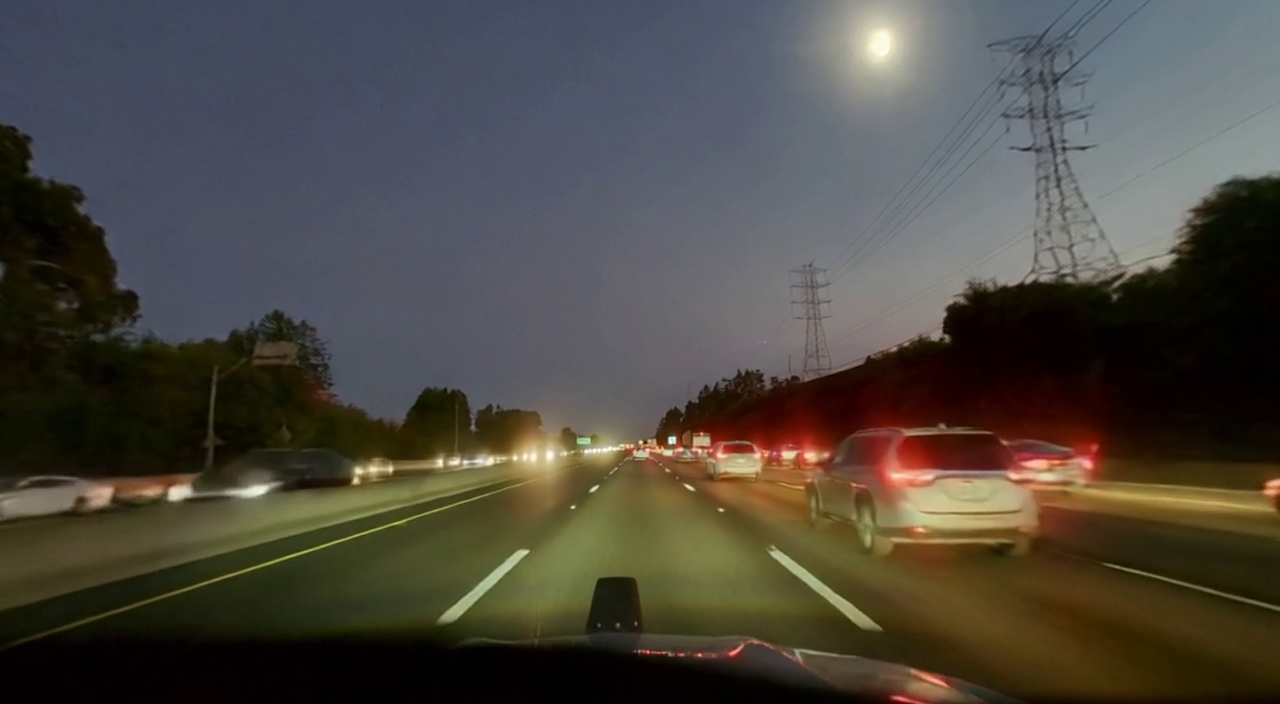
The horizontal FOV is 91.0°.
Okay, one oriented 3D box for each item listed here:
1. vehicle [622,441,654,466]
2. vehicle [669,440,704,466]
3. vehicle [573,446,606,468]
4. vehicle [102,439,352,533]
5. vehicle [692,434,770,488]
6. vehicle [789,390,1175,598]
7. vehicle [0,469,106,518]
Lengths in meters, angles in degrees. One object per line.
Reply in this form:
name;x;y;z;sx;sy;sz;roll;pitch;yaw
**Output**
vehicle;-0.193;7.757;48.086;2.314;1.796;4.254;0;-9;-1
vehicle;3.502;7.747;48.346;2.095;1.886;4.727;0;-9;-2
vehicle;-3.659;7.698;46.454;2.051;1.510;4.373;0;-9;0
vehicle;-8.571;2.785;13.860;2.007;1.651;5.177;0;-9;0
vehicle;3.249;3.993;23.369;2.111;1.755;4.459;0;-9;-1
vehicle;3.614;1.608;8.044;2.138;1.826;4.783;0;-9;-1
vehicle;-22.258;5.052;22.719;1.849;1.488;4.682;0;-9;-1
